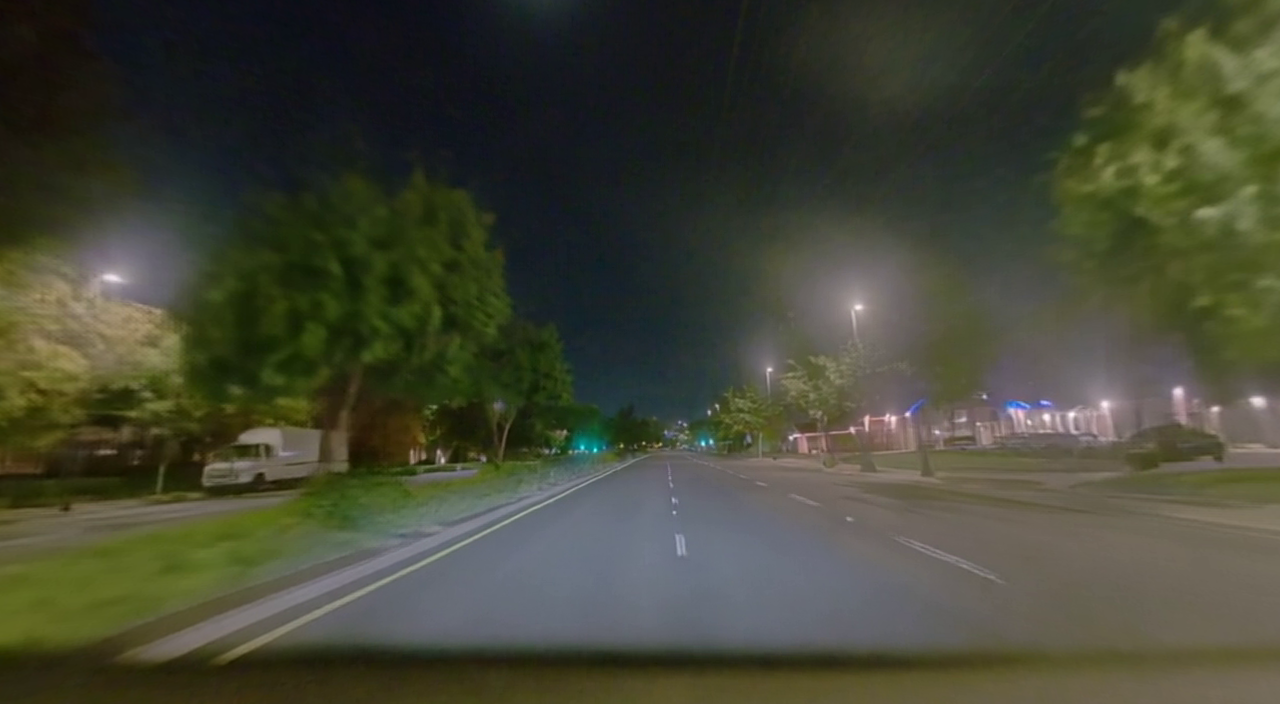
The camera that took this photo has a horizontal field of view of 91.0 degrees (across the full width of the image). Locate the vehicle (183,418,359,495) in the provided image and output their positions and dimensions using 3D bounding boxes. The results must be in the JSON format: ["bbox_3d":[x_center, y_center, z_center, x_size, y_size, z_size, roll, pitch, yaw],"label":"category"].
[{"bbox_3d":[-19.027,5.481,33.637,2.898,3.487,9.955,0,-9,3],"label":"vehicle"}]
